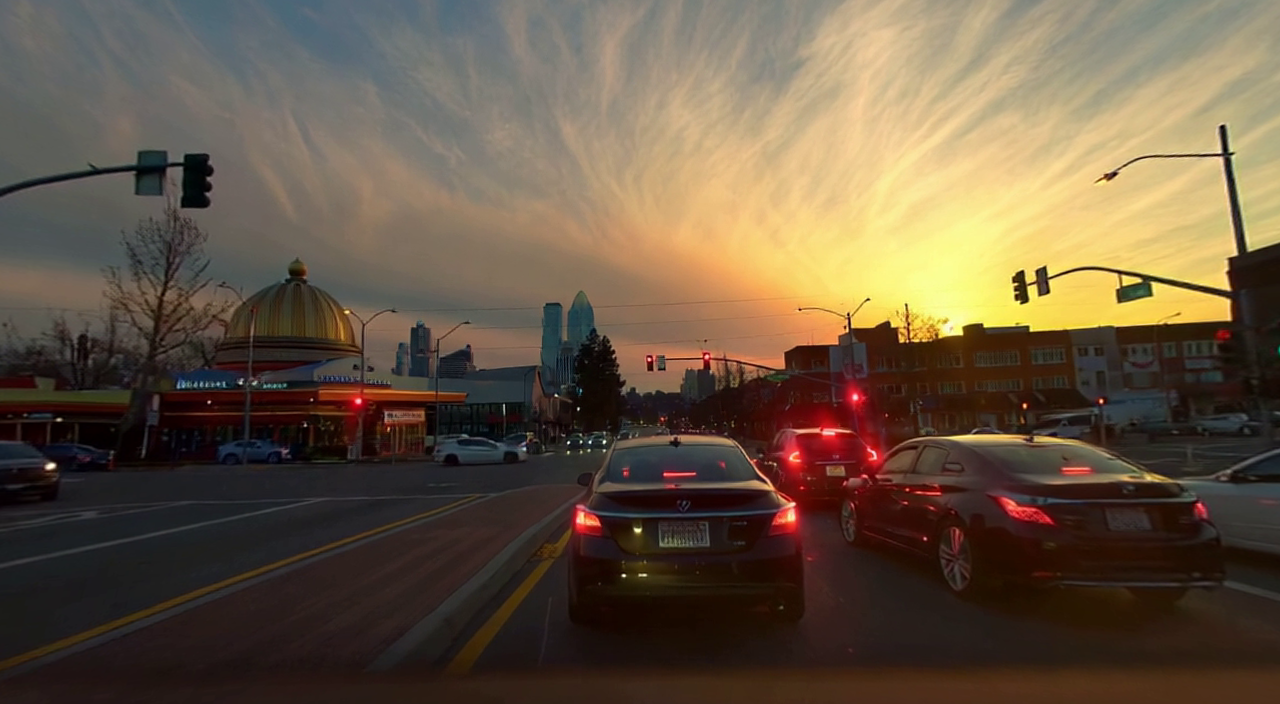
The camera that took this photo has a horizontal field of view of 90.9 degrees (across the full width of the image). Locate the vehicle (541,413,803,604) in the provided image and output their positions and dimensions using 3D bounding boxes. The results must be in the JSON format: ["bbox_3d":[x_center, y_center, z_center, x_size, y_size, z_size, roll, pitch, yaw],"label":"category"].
[{"bbox_3d":[0.215,1.523,7.012,2.073,1.496,3.892,0,-8,-1],"label":"vehicle"}]

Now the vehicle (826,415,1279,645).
[{"bbox_3d":[3.517,1.487,6.400,1.883,1.480,4.489,0,-8,0],"label":"vehicle"}]

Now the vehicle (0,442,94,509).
[{"bbox_3d":[-19.101,3.622,18.924,4.841,1.783,2.203,-4,-9,26],"label":"vehicle"}]

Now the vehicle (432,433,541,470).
[{"bbox_3d":[-7.487,4.845,30.857,4.833,1.701,2.077,4,-9,-23],"label":"vehicle"}]
